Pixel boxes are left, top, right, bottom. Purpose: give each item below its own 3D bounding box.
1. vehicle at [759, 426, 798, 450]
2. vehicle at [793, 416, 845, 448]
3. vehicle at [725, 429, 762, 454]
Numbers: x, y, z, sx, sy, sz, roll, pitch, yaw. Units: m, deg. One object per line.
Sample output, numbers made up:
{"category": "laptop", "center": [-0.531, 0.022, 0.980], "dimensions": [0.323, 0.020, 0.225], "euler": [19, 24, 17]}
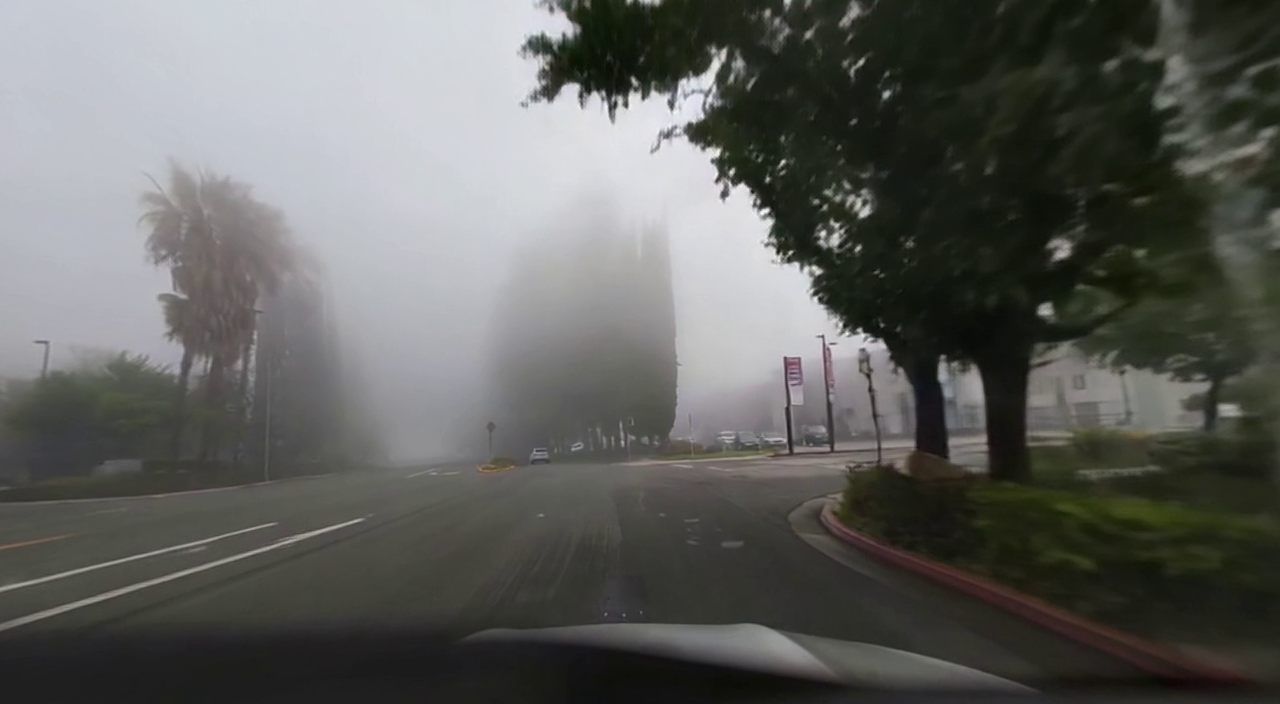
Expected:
{"category": "vehicle", "center": [10.268, 6.453, 46.886], "dimensions": [2.065, 1.687, 4.584], "euler": [-1, -9, 4]}
{"category": "vehicle", "center": [13.247, 5.986, 46.906], "dimensions": [2.237, 1.962, 5.424], "euler": [-8, -8, 1]}
{"category": "vehicle", "center": [7.672, 6.679, 46.812], "dimensions": [2.196, 1.715, 4.918], "euler": [-1, -9, 3]}
